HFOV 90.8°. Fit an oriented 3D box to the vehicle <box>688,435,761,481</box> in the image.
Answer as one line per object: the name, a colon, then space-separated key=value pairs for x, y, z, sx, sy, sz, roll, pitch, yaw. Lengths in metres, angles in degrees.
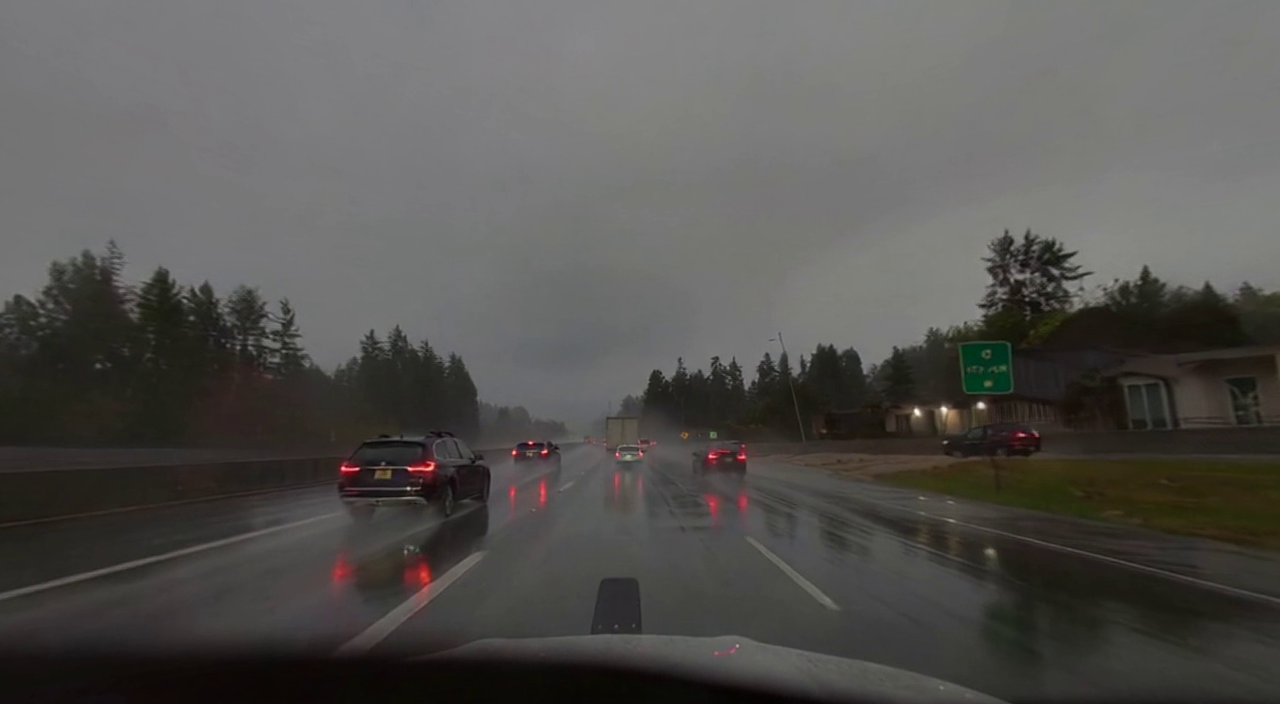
vehicle: x=3.097 y=3.986 z=23.978 sx=2.027 sy=1.554 sz=4.252 roll=0 pitch=-9 yaw=-2

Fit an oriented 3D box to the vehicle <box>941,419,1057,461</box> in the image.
vehicle: x=15.203 y=3.793 z=27.044 sx=2.048 sy=1.674 sz=4.106 roll=2 pitch=-9 yaw=-10

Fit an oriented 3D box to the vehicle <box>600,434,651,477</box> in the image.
vehicle: x=-0.645 y=4.514 z=27.741 sx=2.063 sy=1.703 sz=4.203 roll=0 pitch=-9 yaw=-2

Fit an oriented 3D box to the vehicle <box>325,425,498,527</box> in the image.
vehicle: x=-4.253 y=2.367 z=12.562 sx=1.988 sy=1.668 sz=4.021 roll=0 pitch=-9 yaw=-1

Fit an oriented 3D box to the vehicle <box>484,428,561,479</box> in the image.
vehicle: x=-4.828 y=4.294 z=26.875 sx=2.301 sy=1.944 sz=5.482 roll=0 pitch=-9 yaw=-1
